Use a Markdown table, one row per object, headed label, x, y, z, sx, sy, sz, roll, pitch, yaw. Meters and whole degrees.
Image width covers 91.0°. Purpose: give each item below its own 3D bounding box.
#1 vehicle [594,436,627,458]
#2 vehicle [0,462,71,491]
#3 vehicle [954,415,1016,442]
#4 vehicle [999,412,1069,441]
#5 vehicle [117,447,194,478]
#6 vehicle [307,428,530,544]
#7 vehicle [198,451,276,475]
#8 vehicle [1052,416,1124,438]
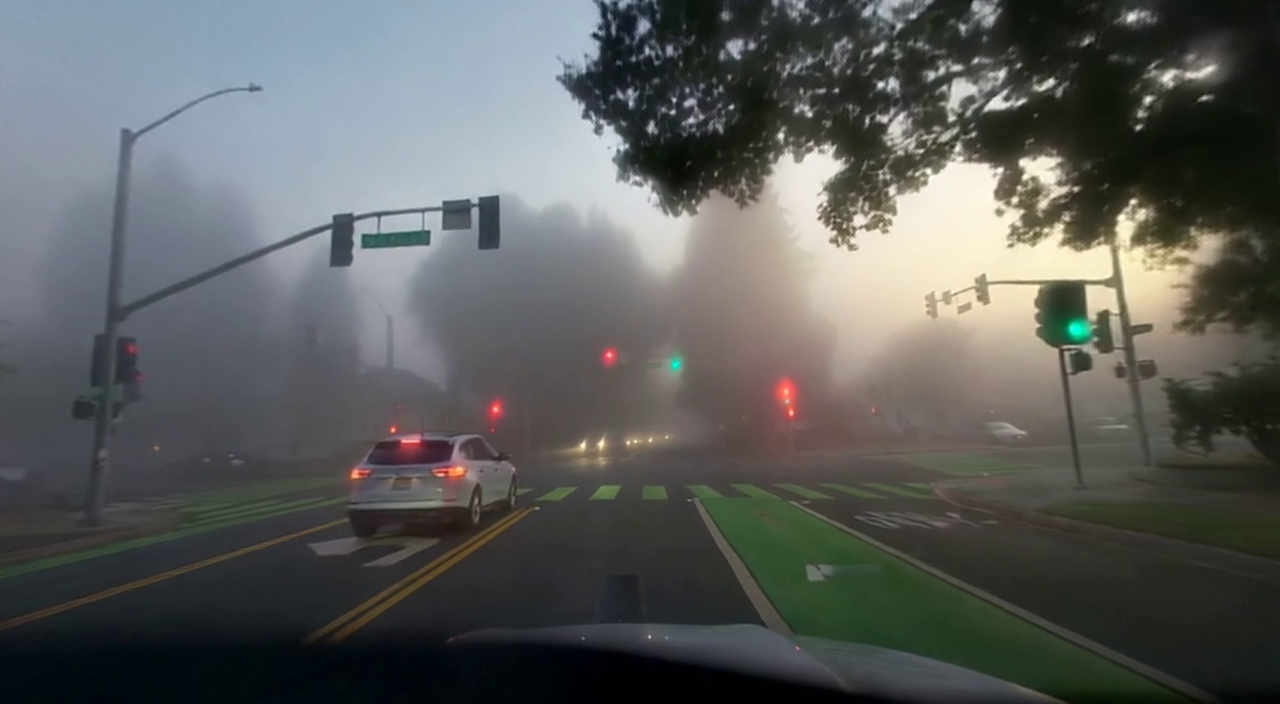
| label | x | y | z | sx | sy | sz | roll | pitch | yaw |
| --- | --- | --- | --- | --- | --- | --- | --- | --- | --- |
| vehicle | -2.096 | 6.825 | 45.427 | 1.982 | 1.472 | 4.103 | -1 | -8 | 3 |
| vehicle | -37.922 | 7.659 | 38.806 | 3.835 | 1.665 | 1.826 | -1 | -9 | 3 |
| vehicle | 24.015 | 5.407 | 44.009 | 1.964 | 1.759 | 4.583 | -1 | -8 | 4 |
| vehicle | 27.163 | 5.215 | 43.579 | 2.033 | 1.821 | 4.542 | -1 | -8 | 3 |
| vehicle | -35.073 | 7.982 | 45.733 | 1.979 | 2.043 | 4.543 | 0 | -8 | 0 |
| vehicle | -3.322 | 2.109 | 10.659 | 1.904 | 1.489 | 4.746 | -1 | -8 | 2 |
| vehicle | -29.257 | 8.044 | 45.906 | 1.972 | 1.567 | 5.009 | -1 | -8 | 6 |
| vehicle | 30.979 | 5.267 | 43.652 | 1.837 | 1.396 | 4.695 | -1 | -8 | 5 |
